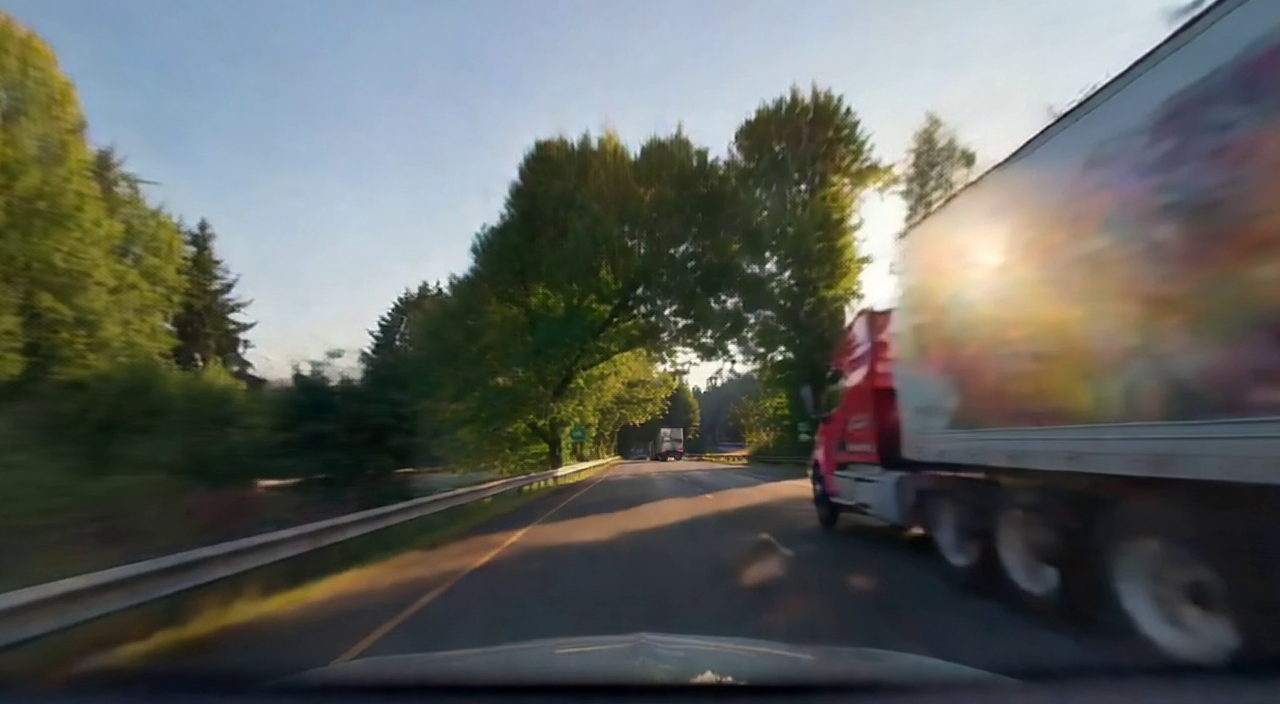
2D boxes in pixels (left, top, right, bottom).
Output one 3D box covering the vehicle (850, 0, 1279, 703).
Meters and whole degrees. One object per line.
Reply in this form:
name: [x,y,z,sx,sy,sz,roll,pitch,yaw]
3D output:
vehicle: [4.207,-0.778,0.290,3.231,4.102,14.393,0,-9,0]
